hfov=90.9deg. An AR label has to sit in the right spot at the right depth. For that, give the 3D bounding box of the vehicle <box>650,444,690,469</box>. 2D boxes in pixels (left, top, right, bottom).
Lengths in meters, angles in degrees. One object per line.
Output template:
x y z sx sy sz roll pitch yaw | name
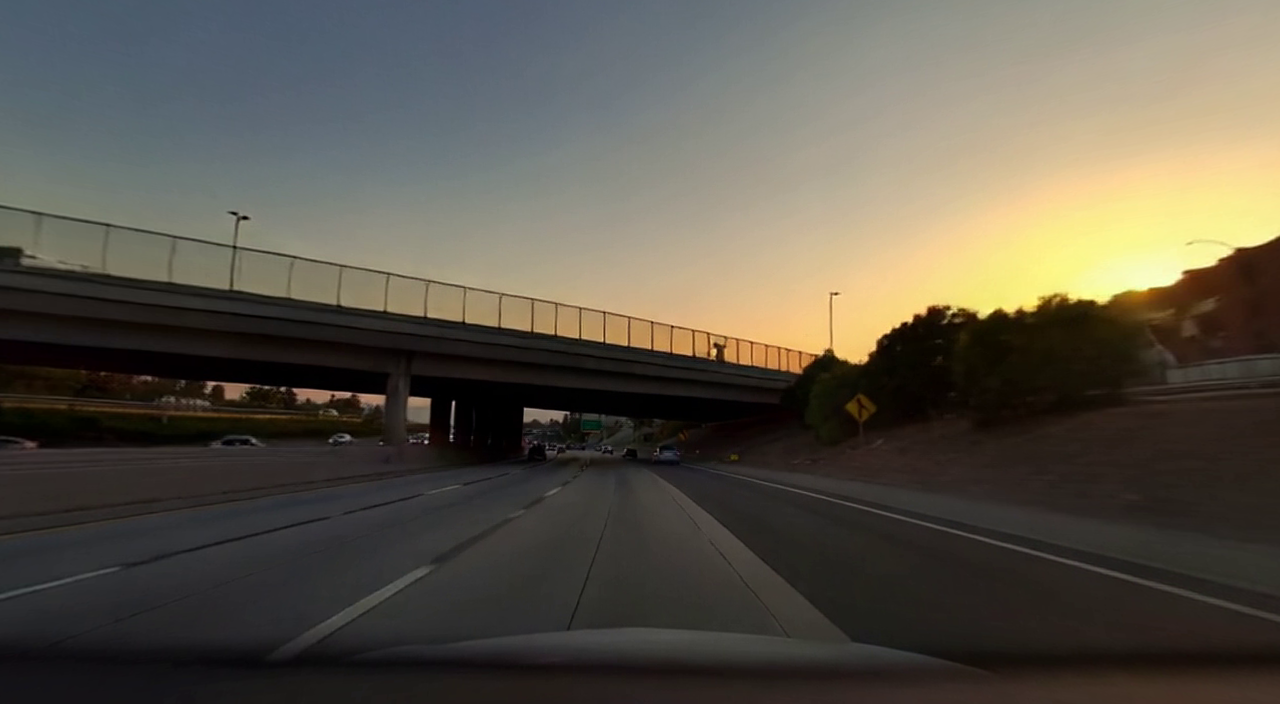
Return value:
1.851 6.689 40.586 2.059 1.509 4.670 0 -8 -4 | vehicle
